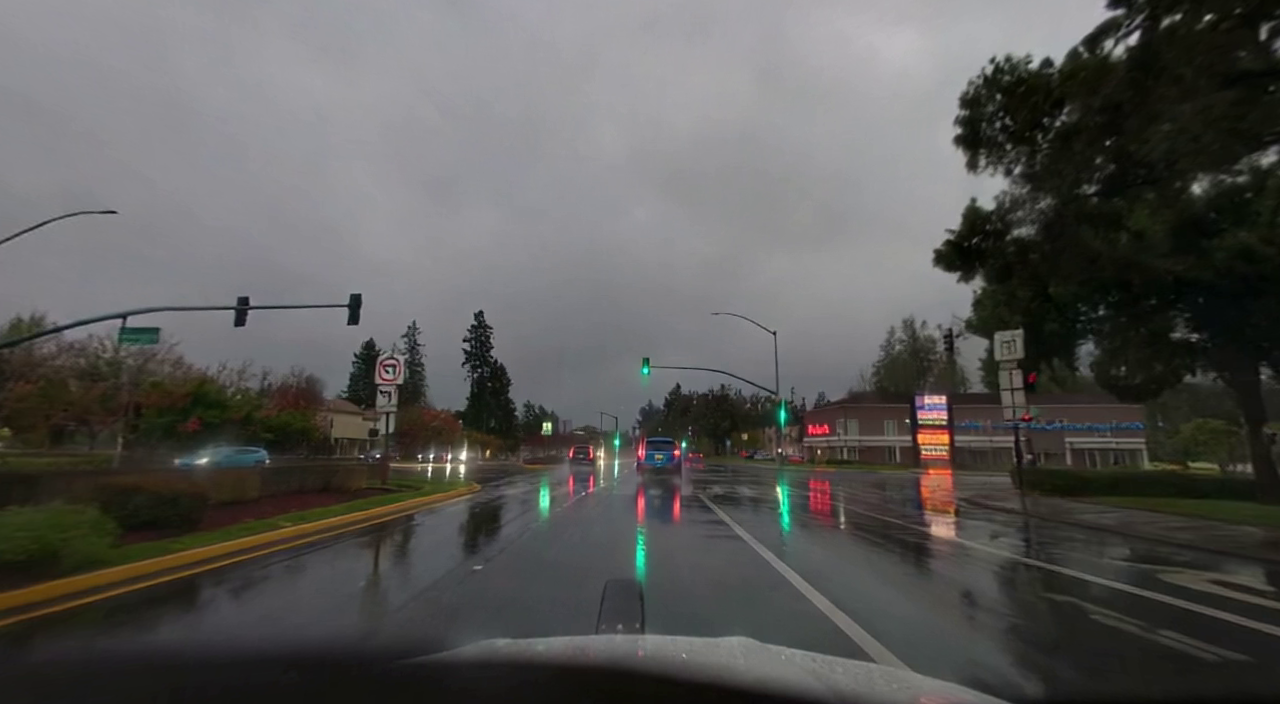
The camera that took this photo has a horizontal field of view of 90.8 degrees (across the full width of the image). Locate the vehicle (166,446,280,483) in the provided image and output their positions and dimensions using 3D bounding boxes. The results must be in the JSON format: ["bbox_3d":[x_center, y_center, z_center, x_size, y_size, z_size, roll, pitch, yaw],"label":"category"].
[{"bbox_3d":[-18.939,5.115,29.040,1.950,1.512,4.794,0,-9,0],"label":"vehicle"}]

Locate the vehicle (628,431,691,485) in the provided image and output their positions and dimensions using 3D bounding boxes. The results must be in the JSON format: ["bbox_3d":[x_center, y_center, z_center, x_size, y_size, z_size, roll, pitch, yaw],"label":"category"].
[{"bbox_3d":[0.749,4.220,25.405,2.273,1.909,5.075,0,-9,1],"label":"vehicle"}]

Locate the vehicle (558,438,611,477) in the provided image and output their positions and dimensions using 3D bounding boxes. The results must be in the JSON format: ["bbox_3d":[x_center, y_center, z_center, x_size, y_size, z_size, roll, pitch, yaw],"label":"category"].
[{"bbox_3d":[-2.782,5.426,32.831,2.202,1.856,4.516,0,-9,2],"label":"vehicle"}]
